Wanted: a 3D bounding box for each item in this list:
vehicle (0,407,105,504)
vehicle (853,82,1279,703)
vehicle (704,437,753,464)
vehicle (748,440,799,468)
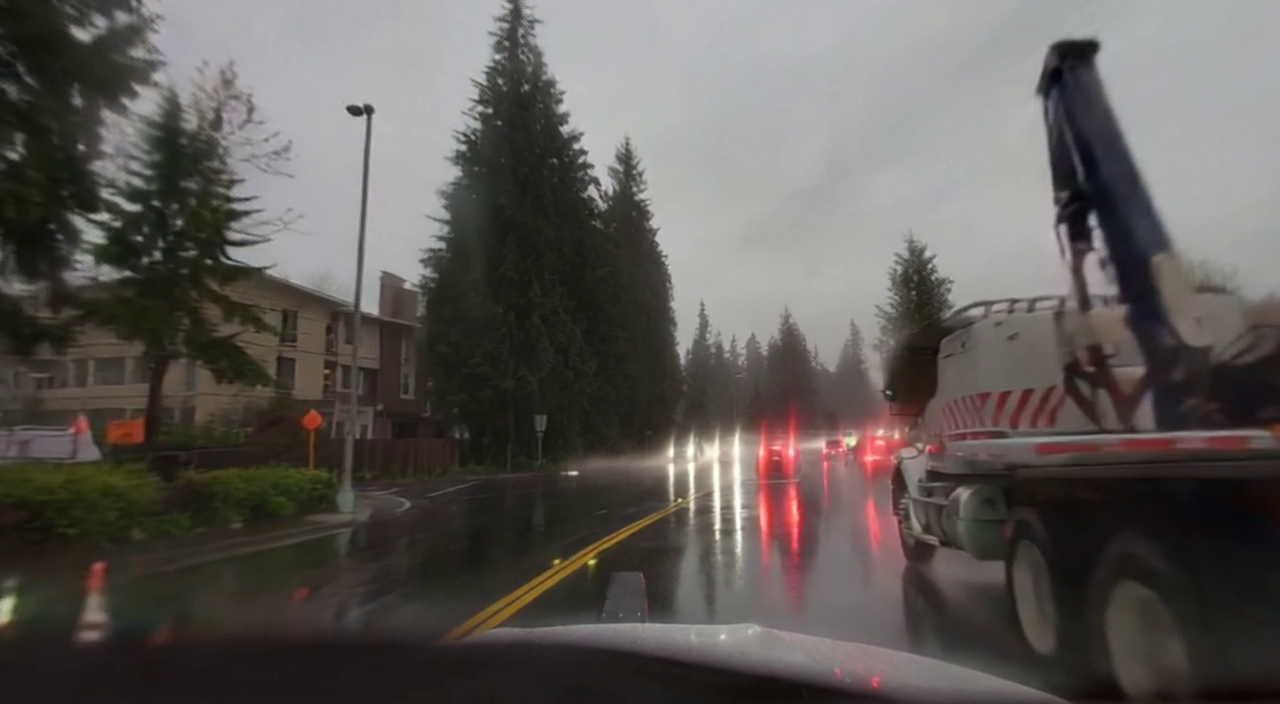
[{"bbox_3d":[-16.581,2.752,17.040,2.665,2.465,1.532,3,-8,-18],"label":"vehicle"},{"bbox_3d":[3.852,0.777,4.922,3.098,2.601,6.758,-1,-6,10],"label":"vehicle"},{"bbox_3d":[6.395,7.248,46.388,1.997,1.853,4.654,2,-9,-13],"label":"vehicle"},{"bbox_3d":[8.042,6.171,38.372,1.716,1.583,3.770,2,-9,-9],"label":"vehicle"}]
